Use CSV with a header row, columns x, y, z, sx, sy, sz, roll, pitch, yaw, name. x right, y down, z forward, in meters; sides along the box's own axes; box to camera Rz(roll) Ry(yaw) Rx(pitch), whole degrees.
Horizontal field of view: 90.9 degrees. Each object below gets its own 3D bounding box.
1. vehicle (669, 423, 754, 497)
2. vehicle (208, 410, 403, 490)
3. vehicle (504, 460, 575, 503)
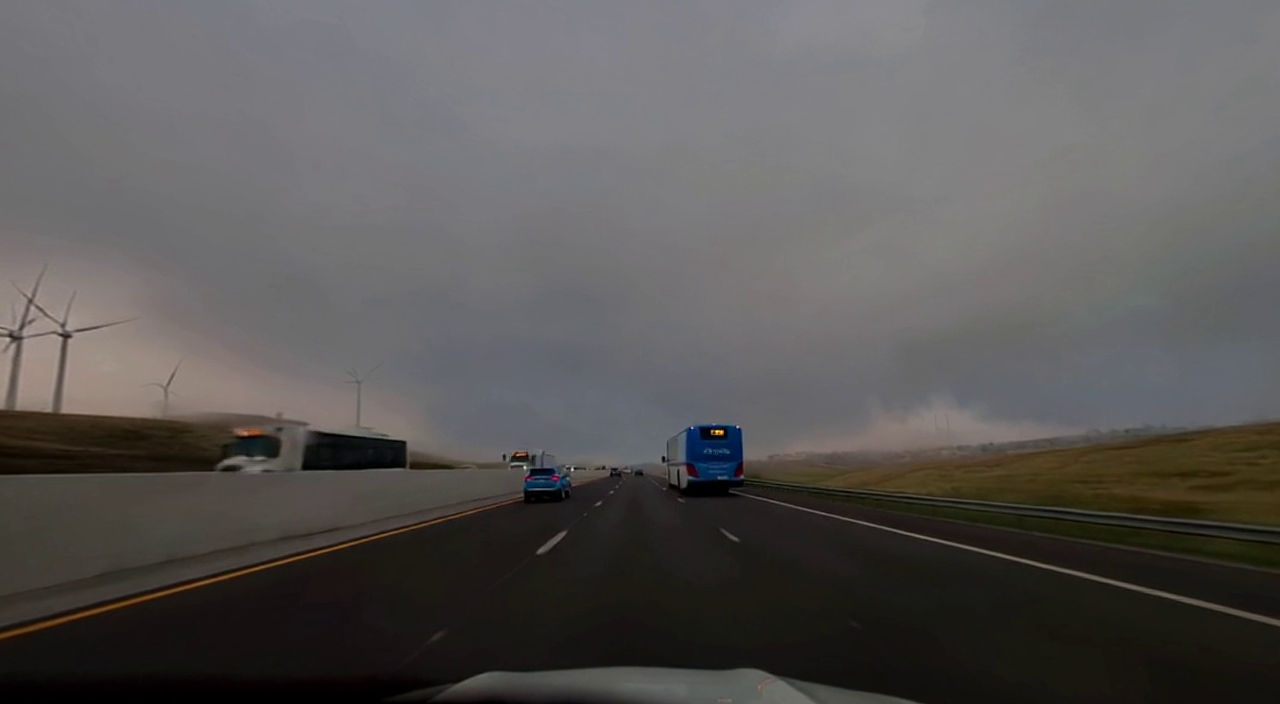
x,y,z,sx,sy,sz,roll,pitch,yaw,name
3.819,6.634,38.179,2.941,3.574,14.463,1,-10,-2,vehicle
-19.288,6.274,38.817,3.201,3.814,16.570,1,-10,-1,vehicle
-3.988,5.230,25.693,2.213,1.568,4.274,1,-10,-1,vehicle
